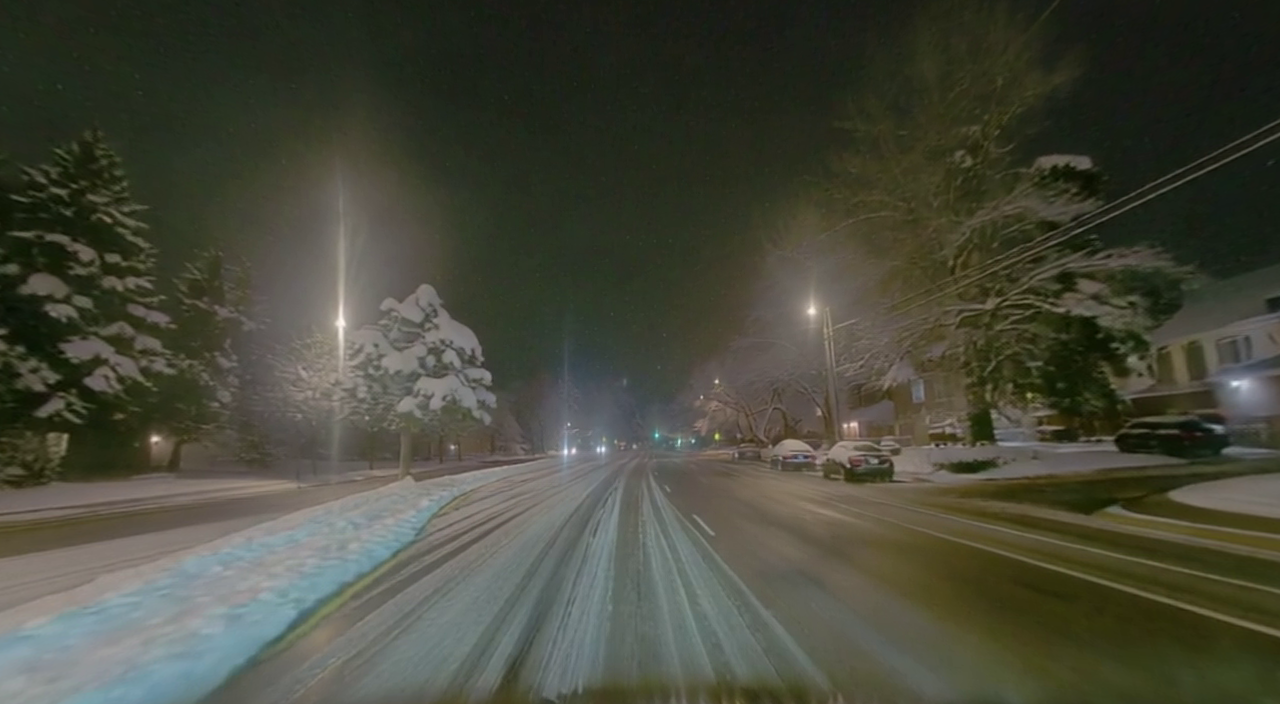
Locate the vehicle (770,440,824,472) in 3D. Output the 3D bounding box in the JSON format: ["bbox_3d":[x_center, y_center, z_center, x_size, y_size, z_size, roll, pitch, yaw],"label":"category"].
[{"bbox_3d":[8.904,5.931,36.255,1.990,1.728,4.597,0,-8,1],"label":"vehicle"}]

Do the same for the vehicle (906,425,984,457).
[{"bbox_3d":[18.442,5.440,38.510,2.018,1.755,5.379,0,-8,-1],"label":"vehicle"}]

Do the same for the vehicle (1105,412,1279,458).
[{"bbox_3d":[24.496,3.759,28.208,1.979,1.831,5.479,5,-10,-32],"label":"vehicle"}]

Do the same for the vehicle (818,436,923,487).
[{"bbox_3d":[8.587,4.099,24.068,2.192,1.714,4.885,0,-8,1],"label":"vehicle"}]

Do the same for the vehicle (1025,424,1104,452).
[{"bbox_3d":[25.673,5.270,38.421,1.878,1.581,4.259,0,-8,1],"label":"vehicle"}]
